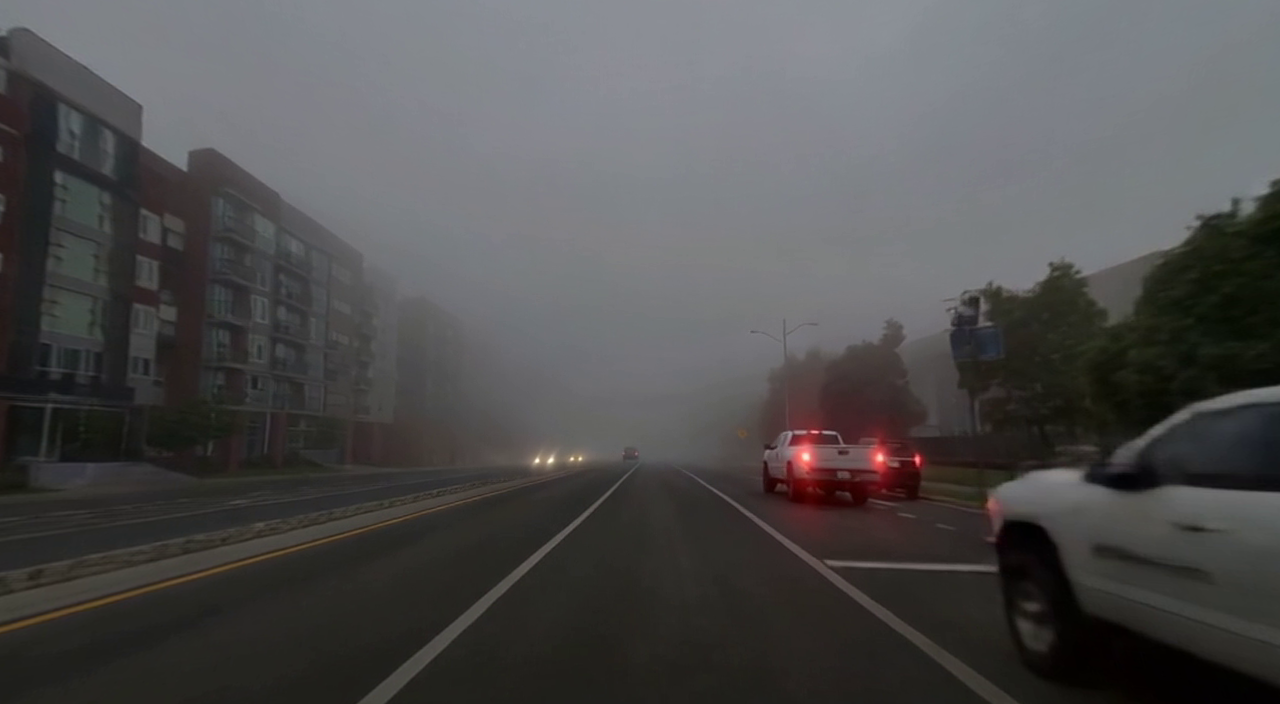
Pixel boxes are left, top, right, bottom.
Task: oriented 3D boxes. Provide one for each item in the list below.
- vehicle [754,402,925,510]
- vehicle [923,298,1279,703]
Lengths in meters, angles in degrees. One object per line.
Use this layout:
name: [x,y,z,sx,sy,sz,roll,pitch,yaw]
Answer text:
vehicle: [5.015,2.781,17.203,2.723,2.409,5.869,0,-9,0]
vehicle: [3.127,0.735,2.044,2.130,1.787,5.126,0,-9,1]
